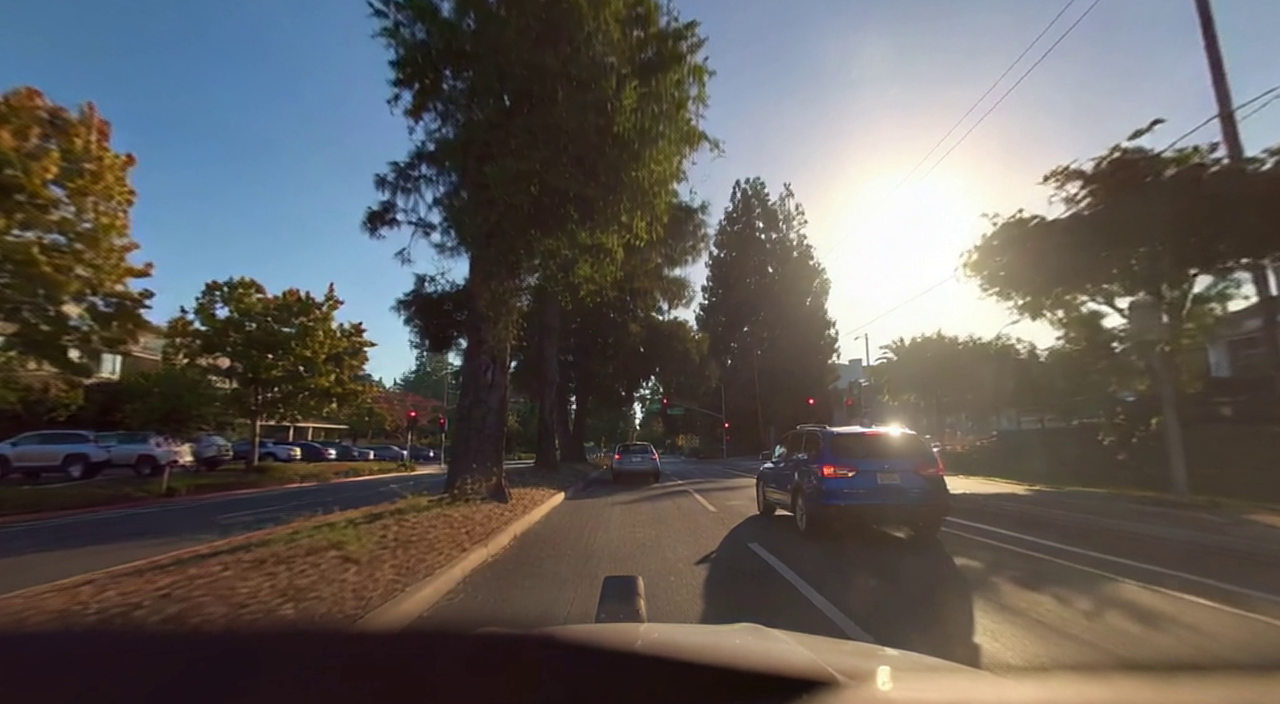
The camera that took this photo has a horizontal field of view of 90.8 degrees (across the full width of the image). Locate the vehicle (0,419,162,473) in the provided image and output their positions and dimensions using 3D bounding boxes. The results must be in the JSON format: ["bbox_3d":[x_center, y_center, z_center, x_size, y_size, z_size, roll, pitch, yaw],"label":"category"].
[{"bbox_3d":[-23.896,3.939,26.230,5.937,1.952,2.684,-2,-9,2],"label":"vehicle"}]

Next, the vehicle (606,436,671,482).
[{"bbox_3d":[-0.069,3.954,23.587,2.177,1.512,4.682,0,-9,0],"label":"vehicle"}]

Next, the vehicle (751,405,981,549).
[{"bbox_3d":[3.190,1.879,10.074,2.046,1.768,4.370,0,-9,0],"label":"vehicle"}]
